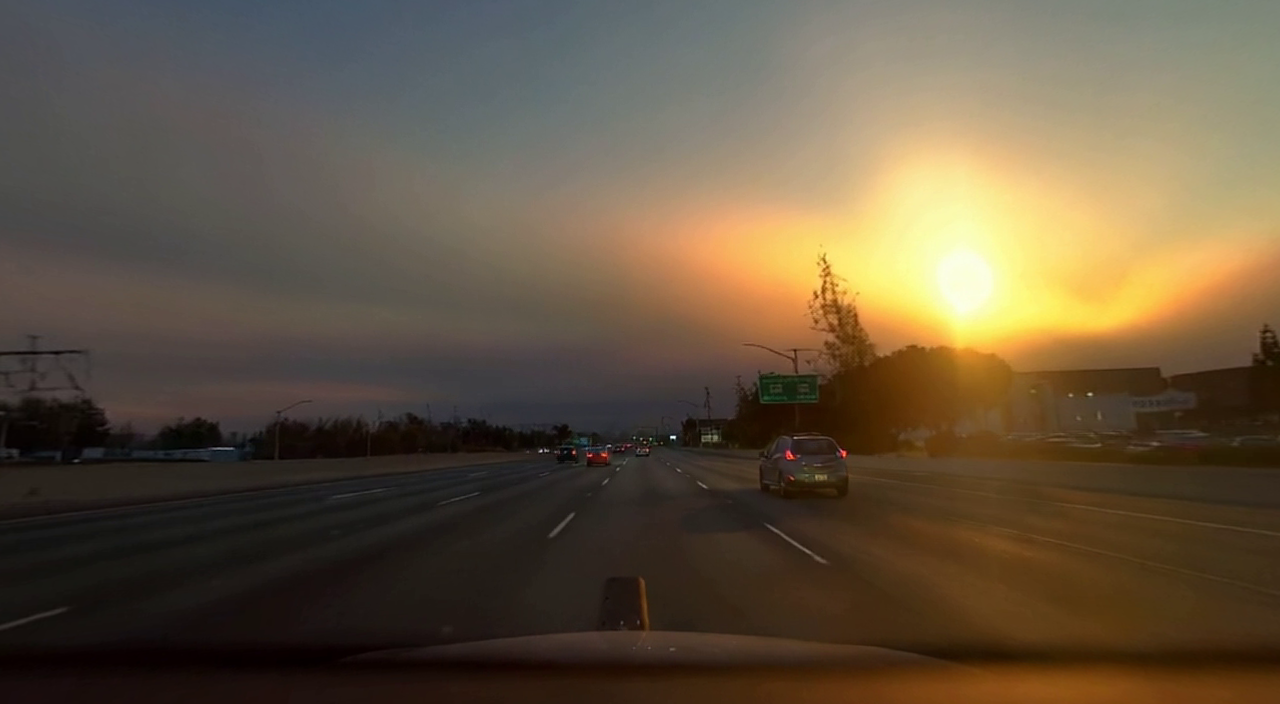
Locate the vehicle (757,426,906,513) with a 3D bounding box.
[{"bbox_3d":[4.382,2.787,15.381,2.109,1.764,4.704,0,-9,-1],"label":"vehicle"}]

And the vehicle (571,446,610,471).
[{"bbox_3d":[-3.179,6.935,41.255,2.139,1.510,4.506,0,-9,0],"label":"vehicle"}]
